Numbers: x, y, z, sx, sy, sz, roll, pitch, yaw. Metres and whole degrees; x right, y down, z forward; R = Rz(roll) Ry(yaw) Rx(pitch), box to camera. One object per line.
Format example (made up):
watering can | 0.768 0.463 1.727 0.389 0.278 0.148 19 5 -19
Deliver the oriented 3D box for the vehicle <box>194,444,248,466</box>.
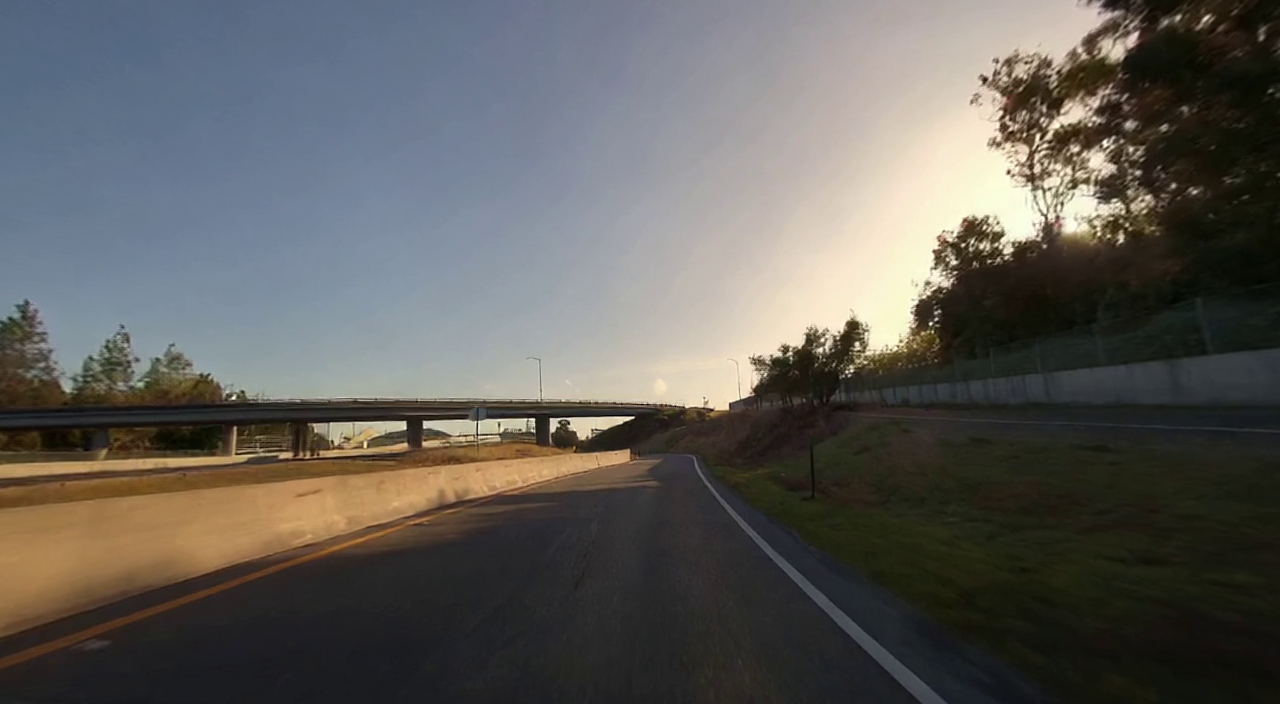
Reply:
vehicle | -31.963 7.821 48.096 1.958 1.562 4.494 2 -8 -14
